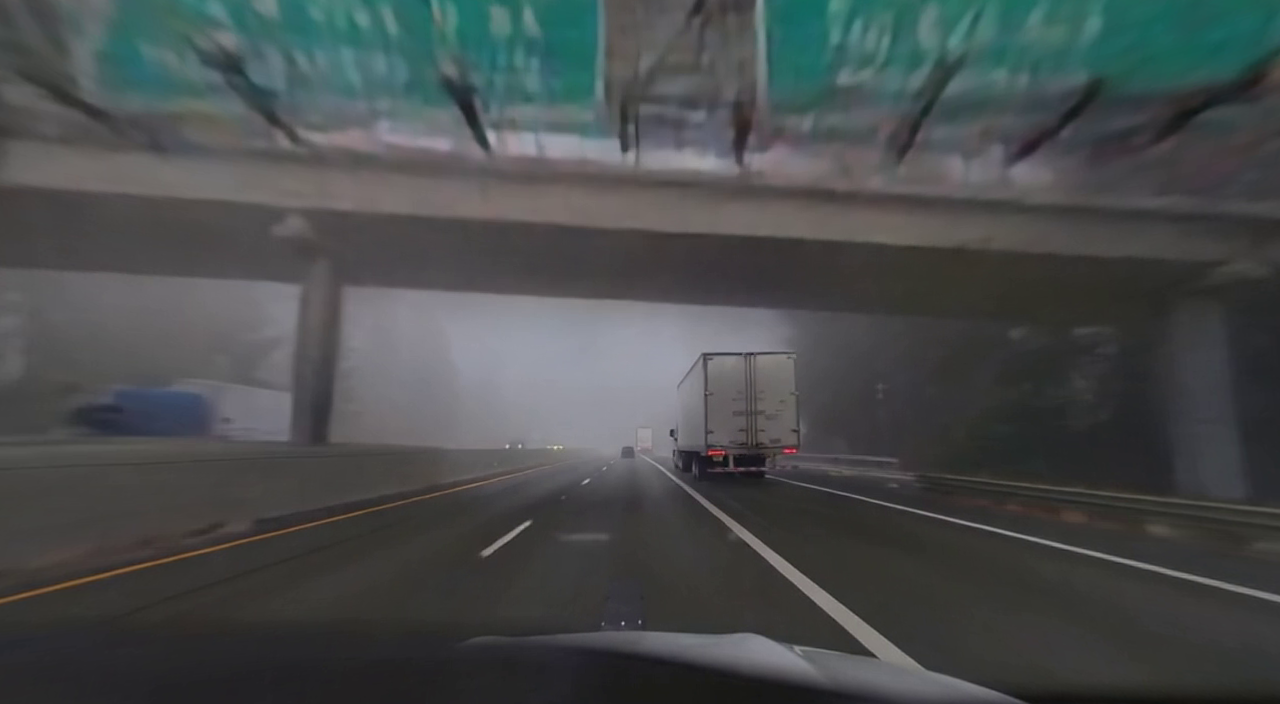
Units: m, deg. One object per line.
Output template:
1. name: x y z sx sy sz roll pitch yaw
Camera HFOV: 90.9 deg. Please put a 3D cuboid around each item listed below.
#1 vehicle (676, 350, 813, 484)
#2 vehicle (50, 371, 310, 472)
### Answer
1. vehicle: 3.691 3.091 27.036 3.323 4.262 14.056 0 -9 -1
2. vehicle: -20.184 3.455 29.404 2.941 3.718 12.197 0 -9 0
